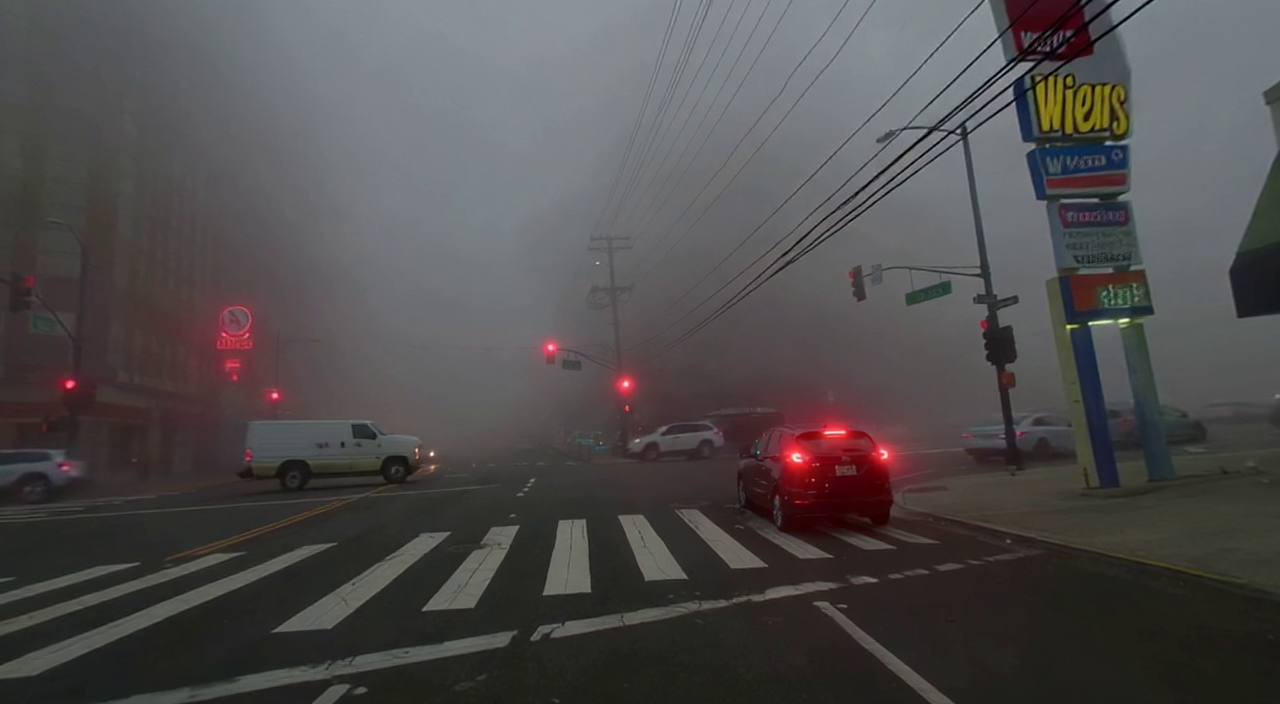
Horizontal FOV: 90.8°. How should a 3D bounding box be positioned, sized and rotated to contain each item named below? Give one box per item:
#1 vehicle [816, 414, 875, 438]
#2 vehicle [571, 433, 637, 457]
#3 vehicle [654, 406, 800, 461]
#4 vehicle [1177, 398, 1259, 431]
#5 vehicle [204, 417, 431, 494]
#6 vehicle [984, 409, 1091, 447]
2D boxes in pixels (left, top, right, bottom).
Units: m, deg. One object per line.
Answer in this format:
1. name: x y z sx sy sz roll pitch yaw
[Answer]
1. vehicle: 16.082 5.828 49.431 4.589 1.730 1.801 6 -9 -31
2. vehicle: -2.679 6.810 46.374 4.591 1.686 1.816 1 -9 -11
3. vehicle: 3.560 3.343 25.696 5.588 1.985 2.374 5 -10 -31
4. vehicle: 33.406 3.639 36.482 4.637 1.723 1.911 4 -10 -29
5. vehicle: -9.331 2.990 18.578 5.603 1.938 2.081 5 -10 -33
6. vehicle: 17.093 3.306 27.129 4.499 1.524 1.784 4 -10 -29
